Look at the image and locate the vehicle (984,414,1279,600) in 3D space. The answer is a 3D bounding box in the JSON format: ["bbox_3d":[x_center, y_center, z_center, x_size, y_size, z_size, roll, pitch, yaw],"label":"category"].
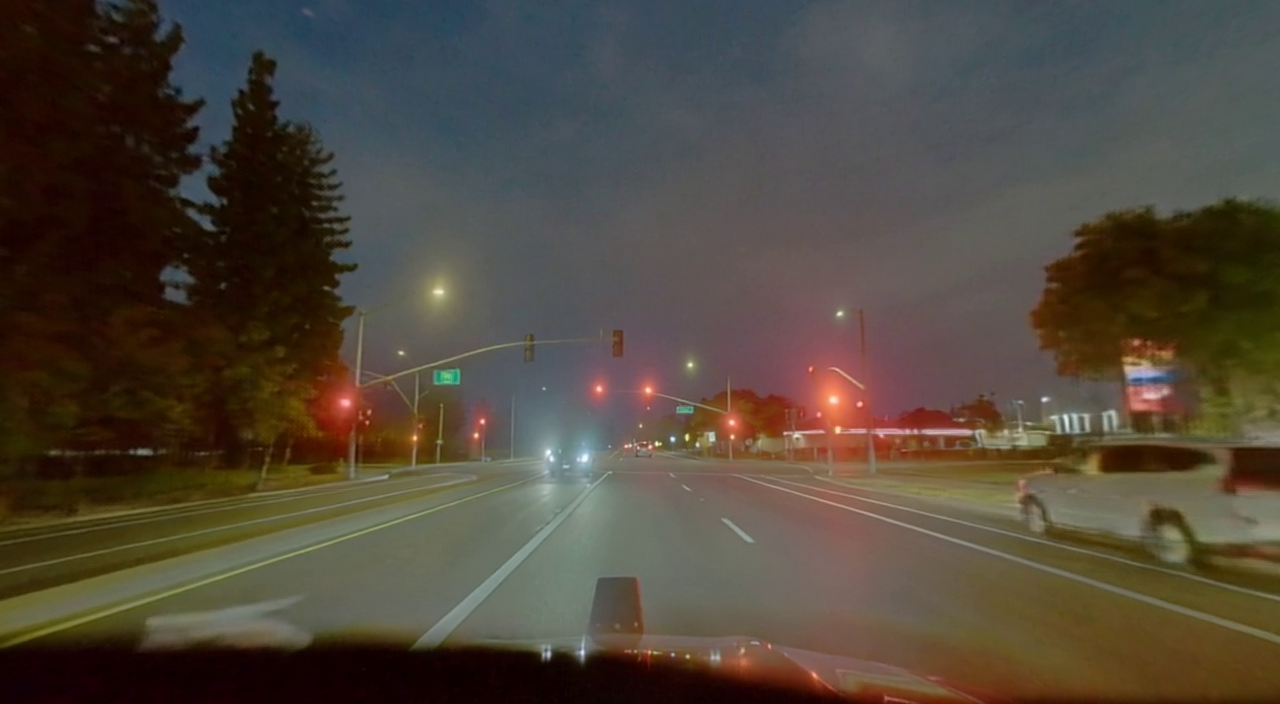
[{"bbox_3d":[7.235,1.868,8.653,2.132,1.793,5.003,0,-8,-1],"label":"vehicle"}]

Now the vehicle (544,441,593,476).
[{"bbox_3d":[-3.331,5.051,30.275,1.915,1.553,3.846,0,-8,0],"label":"vehicle"}]
